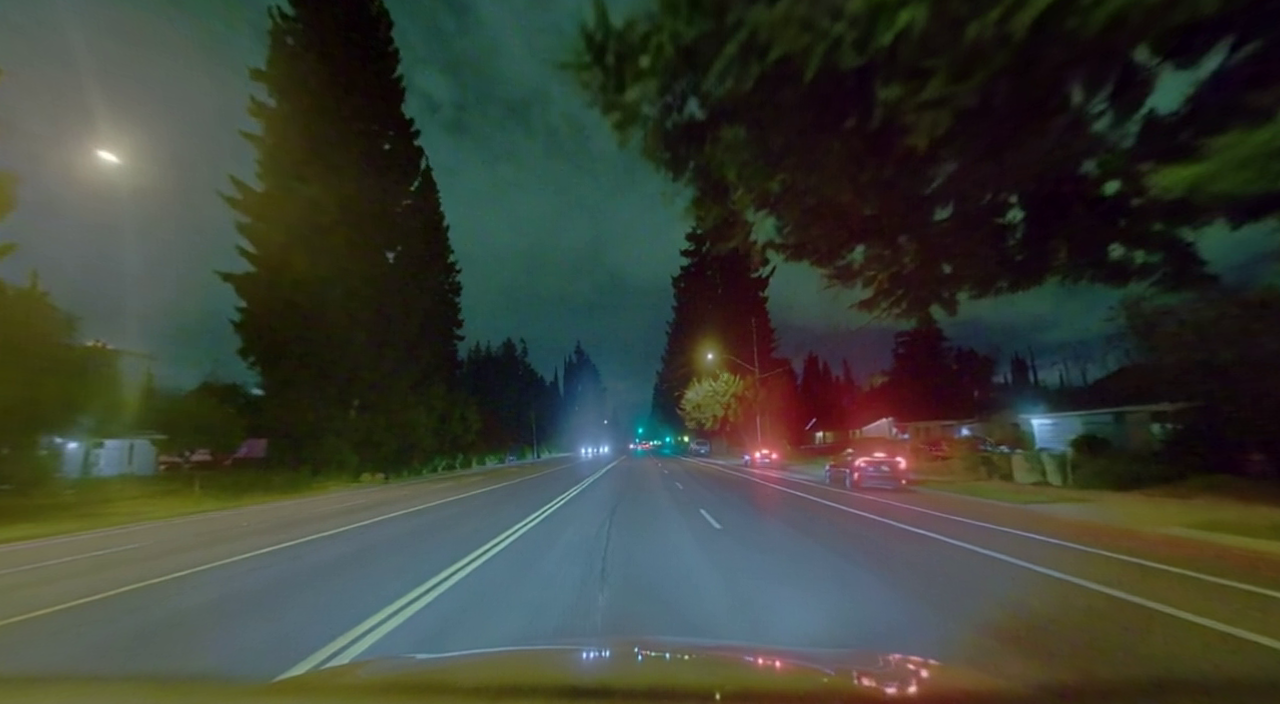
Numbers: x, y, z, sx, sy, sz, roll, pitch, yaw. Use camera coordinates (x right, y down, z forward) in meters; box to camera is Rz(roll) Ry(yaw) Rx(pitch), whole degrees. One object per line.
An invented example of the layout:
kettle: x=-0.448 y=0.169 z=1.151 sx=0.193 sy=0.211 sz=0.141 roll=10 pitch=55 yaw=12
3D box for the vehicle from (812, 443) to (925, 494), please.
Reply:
vehicle: x=7.336 y=3.768 z=20.841 sx=2.010 sy=1.469 sz=4.548 roll=0 pitch=-9 yaw=0

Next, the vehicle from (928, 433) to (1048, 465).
vehicle: x=17.702 y=4.966 z=32.290 sx=4.793 sy=1.537 sz=2.353 roll=0 pitch=-9 yaw=-5

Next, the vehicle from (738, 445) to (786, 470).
vehicle: x=7.494 y=6.520 z=39.240 sx=1.967 sy=1.449 sz=4.645 roll=0 pitch=-9 yaw=-1
